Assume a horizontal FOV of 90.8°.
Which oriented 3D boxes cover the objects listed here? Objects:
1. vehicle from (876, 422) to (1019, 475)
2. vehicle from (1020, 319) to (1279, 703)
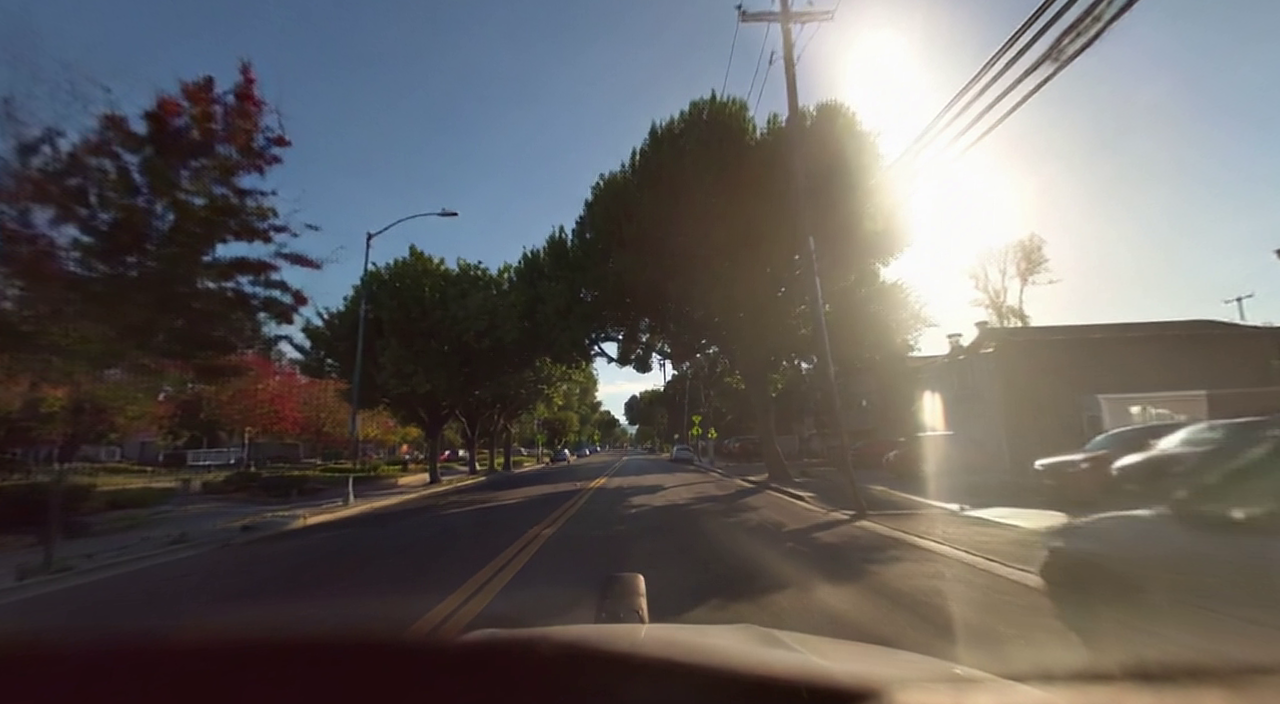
[{"bbox_3d":[10.578,3.330,21.940,3.933,1.645,1.832,-1,-8,-2],"label":"vehicle"},{"bbox_3d":[3.469,0.753,1.950,1.949,1.807,4.224,3,-8,-1],"label":"vehicle"}]
